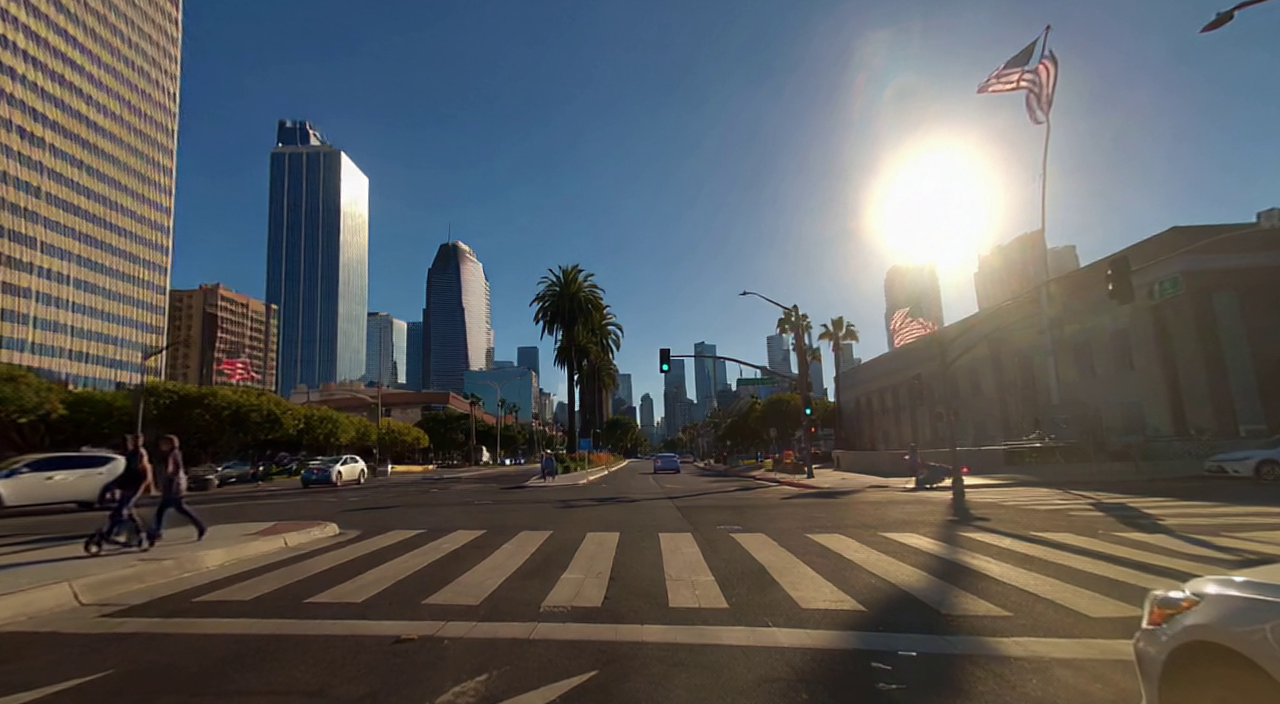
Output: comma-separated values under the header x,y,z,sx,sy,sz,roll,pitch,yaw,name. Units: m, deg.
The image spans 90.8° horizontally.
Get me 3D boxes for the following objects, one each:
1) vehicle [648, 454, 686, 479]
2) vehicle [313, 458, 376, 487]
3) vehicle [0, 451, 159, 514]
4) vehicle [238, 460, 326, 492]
x,y,z,sx,sy,sz,roll,pitch,yaw,name
1.777,7.841,43.556,2.000,1.525,4.273,1,-8,-6,vehicle
-20.129,8.201,43.282,2.043,1.745,4.420,0,-8,1,vehicle
-16.474,3.598,17.719,4.499,1.594,1.898,5,-10,-33,vehicle
-19.933,6.910,35.466,2.069,1.540,4.774,0,-8,2,vehicle
